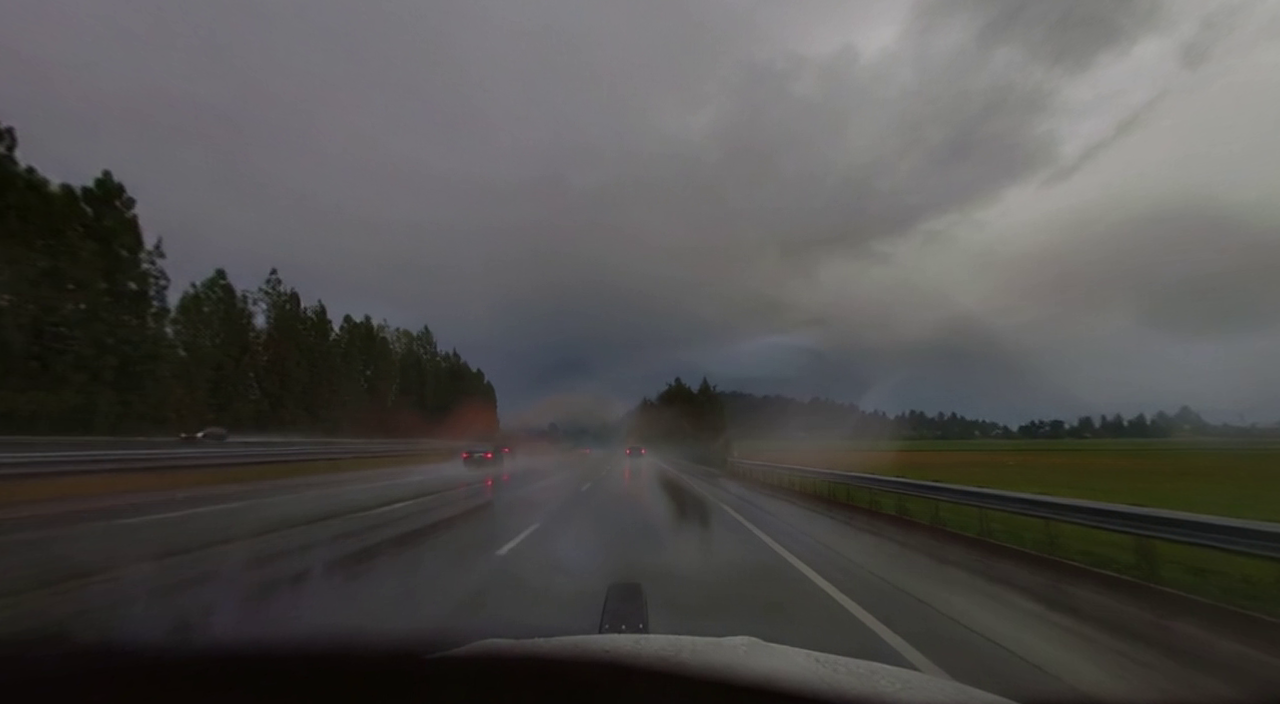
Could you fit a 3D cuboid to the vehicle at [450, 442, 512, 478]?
[{"bbox_3d":[-7.627,5.198,30.678,1.972,1.603,3.891,0,-8,1],"label":"vehicle"}]
